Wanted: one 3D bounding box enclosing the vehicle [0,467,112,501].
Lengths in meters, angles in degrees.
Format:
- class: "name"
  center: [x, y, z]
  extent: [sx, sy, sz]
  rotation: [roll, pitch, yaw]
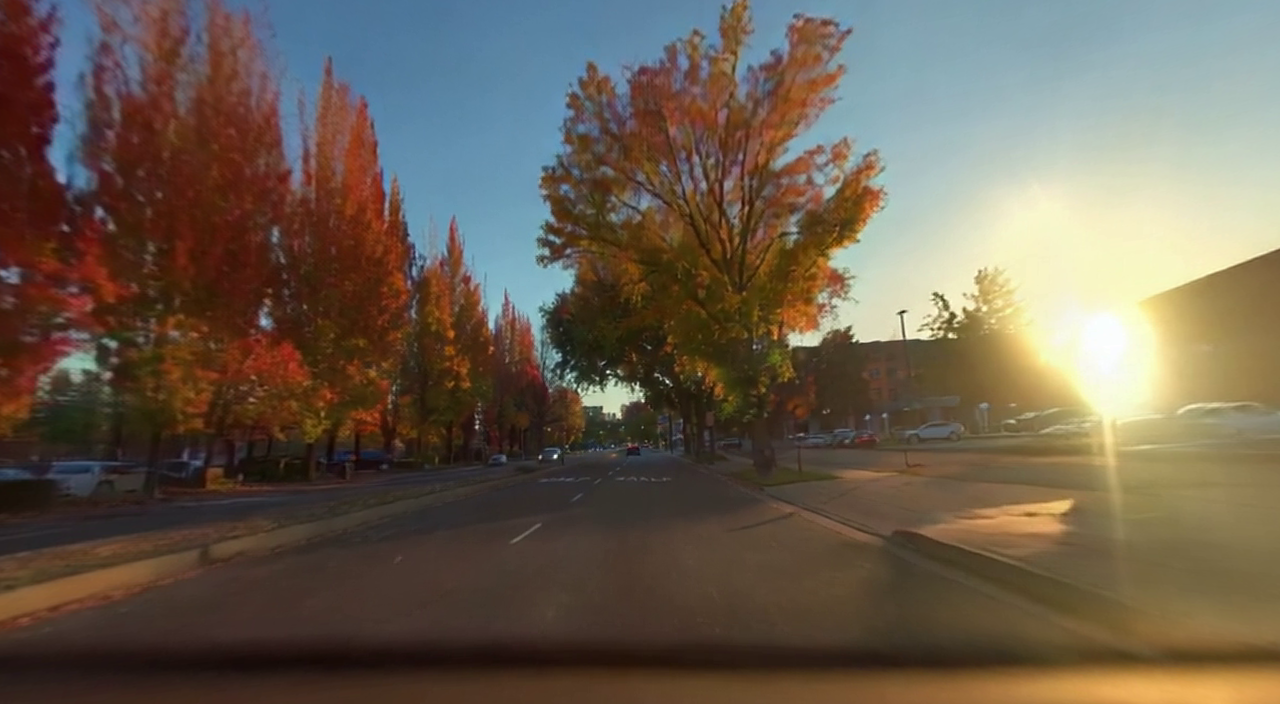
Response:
- class: "vehicle"
  center: [-27.798, 6.239, 29.791]
  extent: [3.844, 1.448, 1.746]
  rotation: [0, -8, 1]
